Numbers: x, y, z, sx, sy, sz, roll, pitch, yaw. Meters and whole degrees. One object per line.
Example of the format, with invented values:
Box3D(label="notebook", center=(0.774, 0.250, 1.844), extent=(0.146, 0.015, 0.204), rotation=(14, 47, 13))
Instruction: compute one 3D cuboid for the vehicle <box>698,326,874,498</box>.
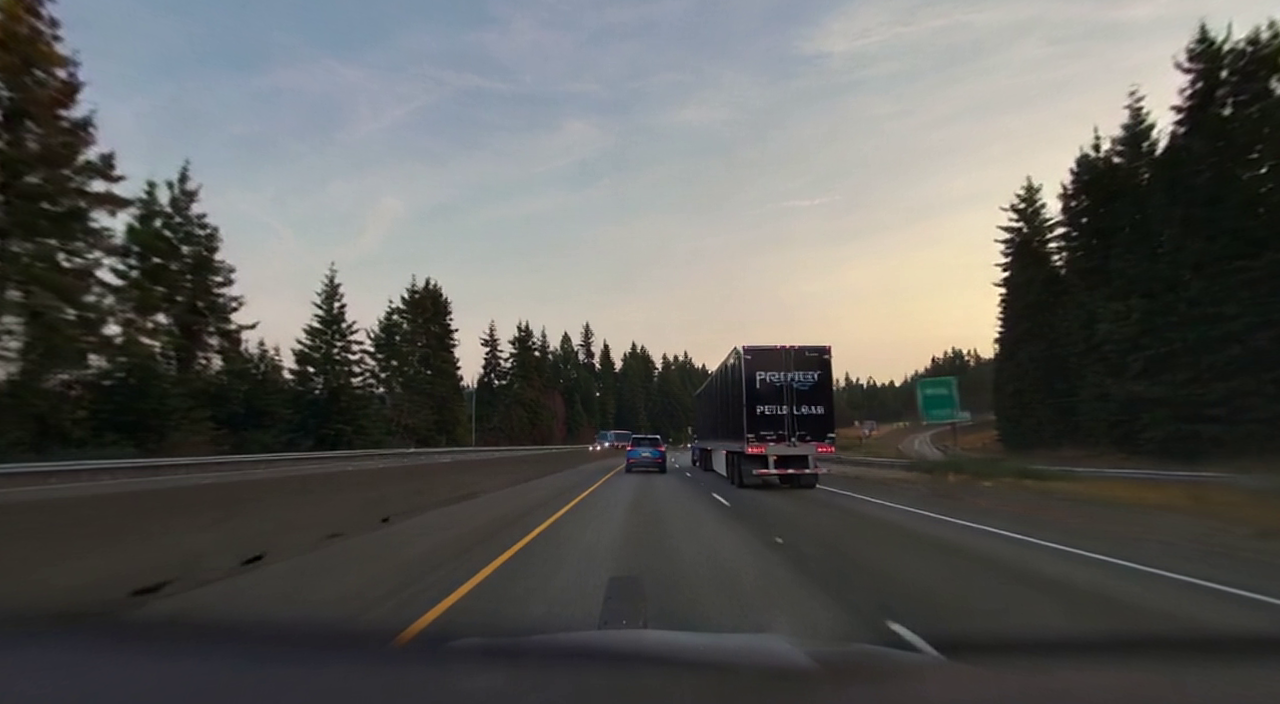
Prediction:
Box3D(label="vehicle", center=(4.257, 2.619, 23.551), extent=(2.899, 4.160, 16.621), rotation=(0, -8, 1))

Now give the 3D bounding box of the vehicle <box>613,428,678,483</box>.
Box3D(label="vehicle", center=(0.214, 3.886, 24.019), extent=(2.222, 1.848, 4.610), rotation=(0, -8, 1))
